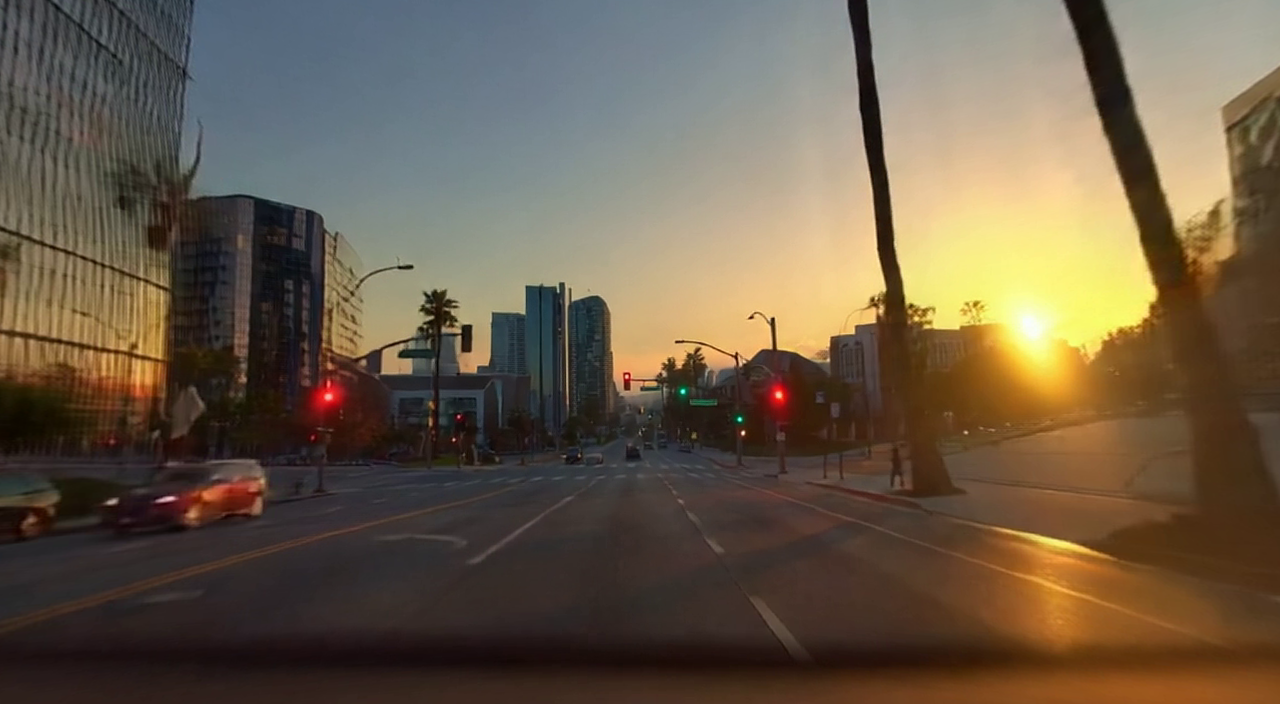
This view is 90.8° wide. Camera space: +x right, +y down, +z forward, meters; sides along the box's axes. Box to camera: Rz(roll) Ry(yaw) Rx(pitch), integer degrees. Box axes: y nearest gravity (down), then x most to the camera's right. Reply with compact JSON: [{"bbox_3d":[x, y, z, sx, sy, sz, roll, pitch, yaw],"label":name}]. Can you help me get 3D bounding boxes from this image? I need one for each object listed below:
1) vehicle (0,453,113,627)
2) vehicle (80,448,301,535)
[{"bbox_3d":[-6.411,1.457,4.353,1.868,1.467,4.267,0,-9,0],"label":"vehicle"},{"bbox_3d":[-10.001,3.079,14.614,1.923,1.662,4.318,0,-9,0],"label":"vehicle"}]
